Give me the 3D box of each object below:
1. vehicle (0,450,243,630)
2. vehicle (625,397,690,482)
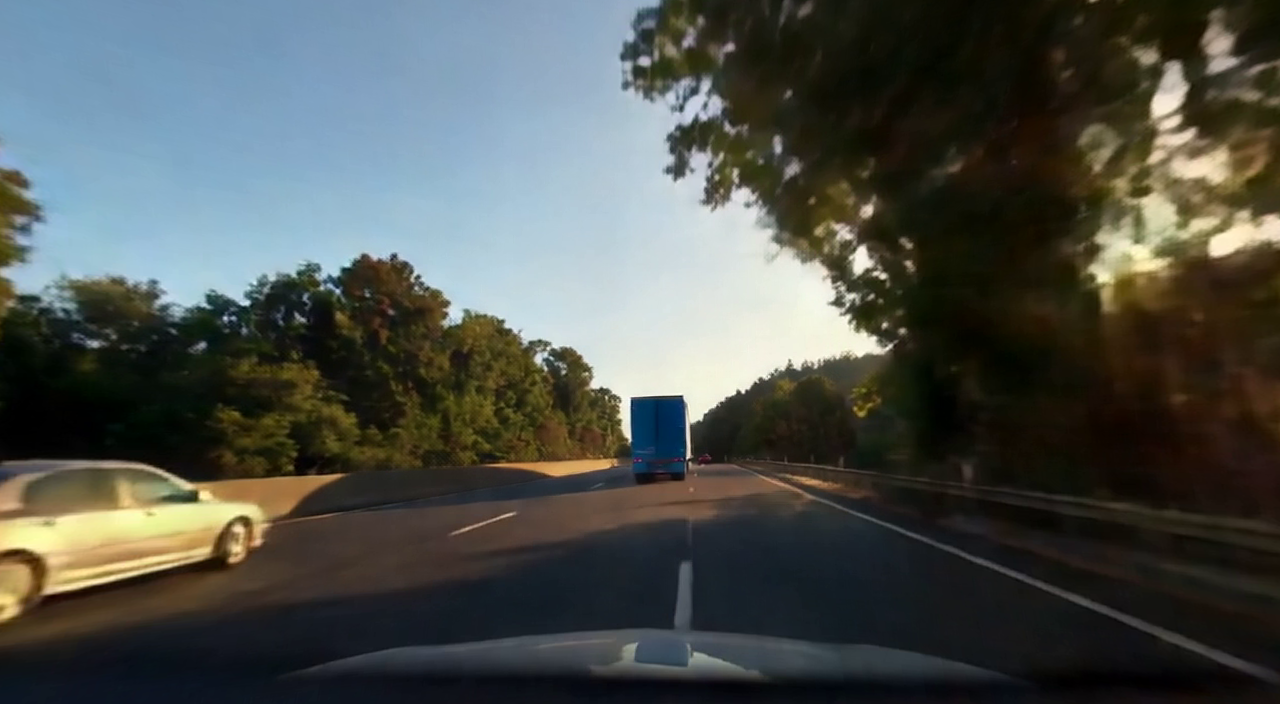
[{"bbox_3d":[-5.966,1.472,5.027,2.133,1.358,4.870,-1,-9,5],"label":"vehicle"},{"bbox_3d":[1.138,4.706,33.415,2.821,3.878,8.925,-1,-9,5],"label":"vehicle"}]
